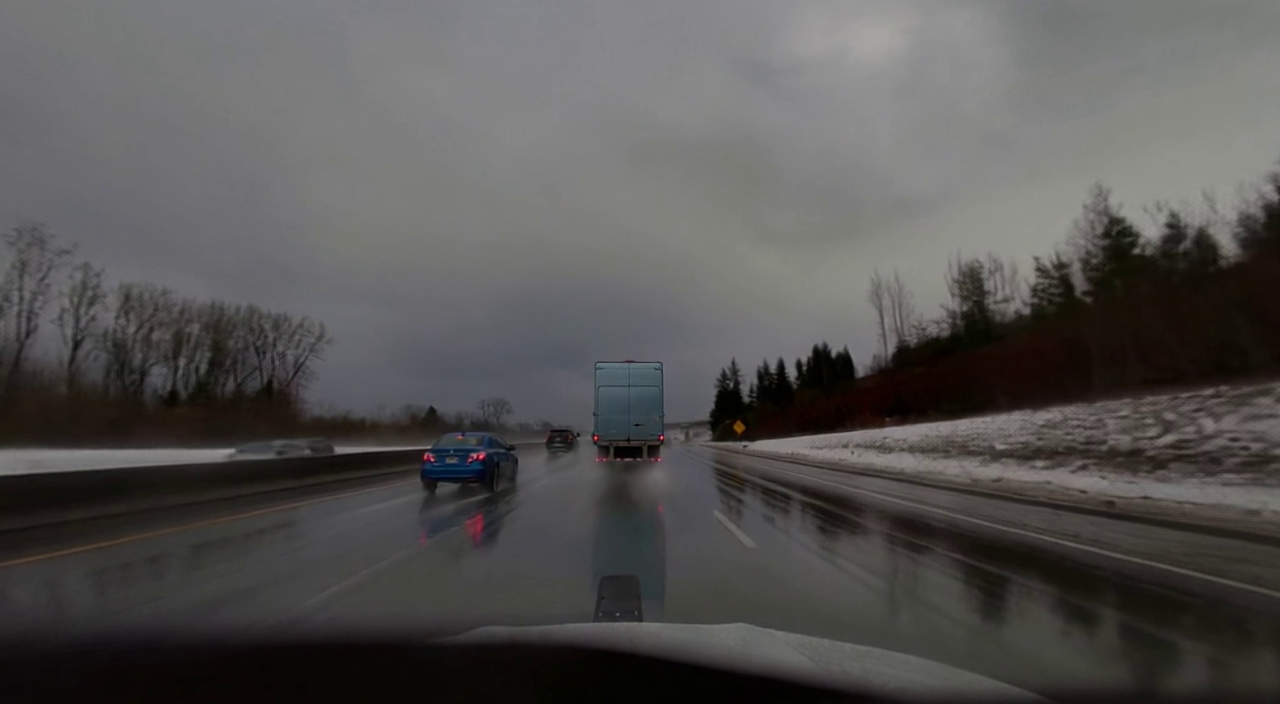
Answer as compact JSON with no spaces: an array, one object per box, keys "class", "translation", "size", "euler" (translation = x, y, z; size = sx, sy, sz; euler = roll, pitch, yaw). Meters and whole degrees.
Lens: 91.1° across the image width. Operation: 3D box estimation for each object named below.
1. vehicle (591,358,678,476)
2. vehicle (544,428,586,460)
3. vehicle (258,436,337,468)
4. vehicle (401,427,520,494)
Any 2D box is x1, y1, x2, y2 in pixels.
[{"class":"vehicle","translation":[-0.315,2.874,26.638],"size":[2.953,4.041,10.072],"euler":[0,-8,-1]},{"class":"vehicle","translation":[-4.590,5.681,39.047],"size":[2.019,1.834,4.644],"euler":[0,-8,0]},{"class":"vehicle","translation":[-18.710,5.434,34.565],"size":[1.960,1.644,4.246],"euler":[0,-8,-1]},{"class":"vehicle","translation":[-4.643,2.855,17.035],"size":[1.931,1.539,4.441],"euler":[0,-8,0]}]
